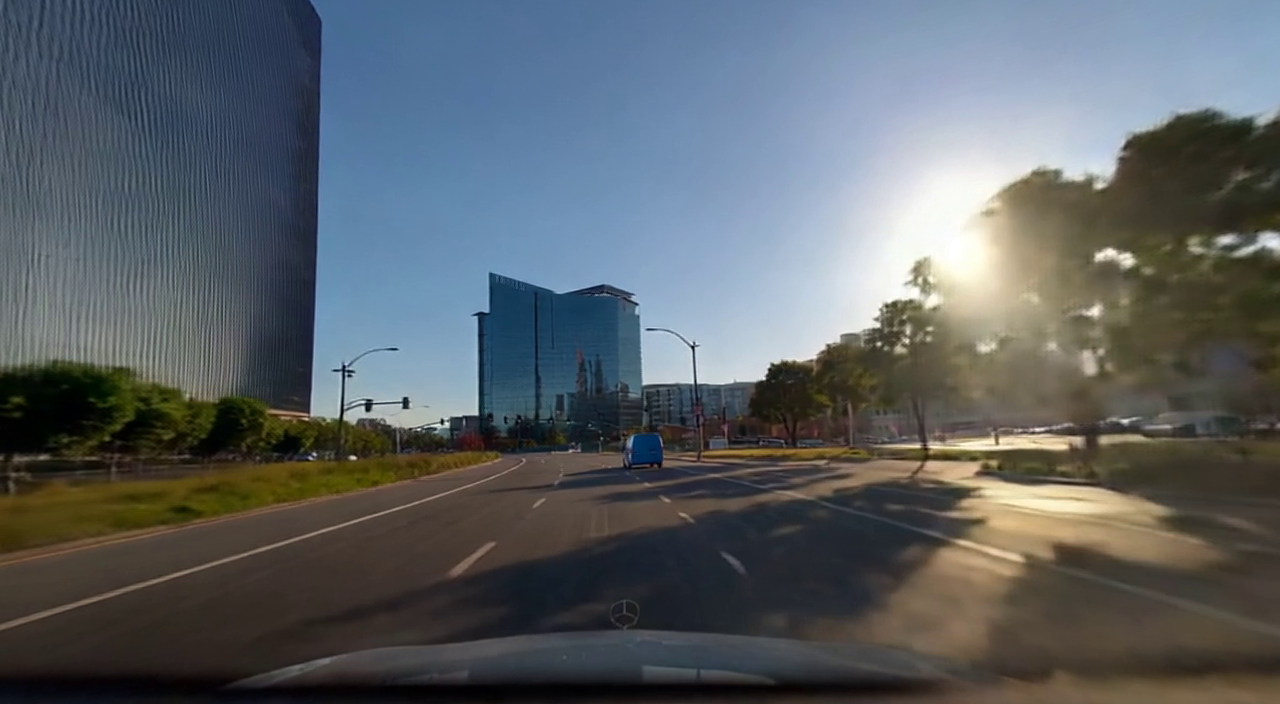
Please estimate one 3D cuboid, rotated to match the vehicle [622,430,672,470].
[{"bbox_3d":[0.333,6.006,38.627,2.339,2.244,4.817,1,-9,-8],"label":"vehicle"}]
